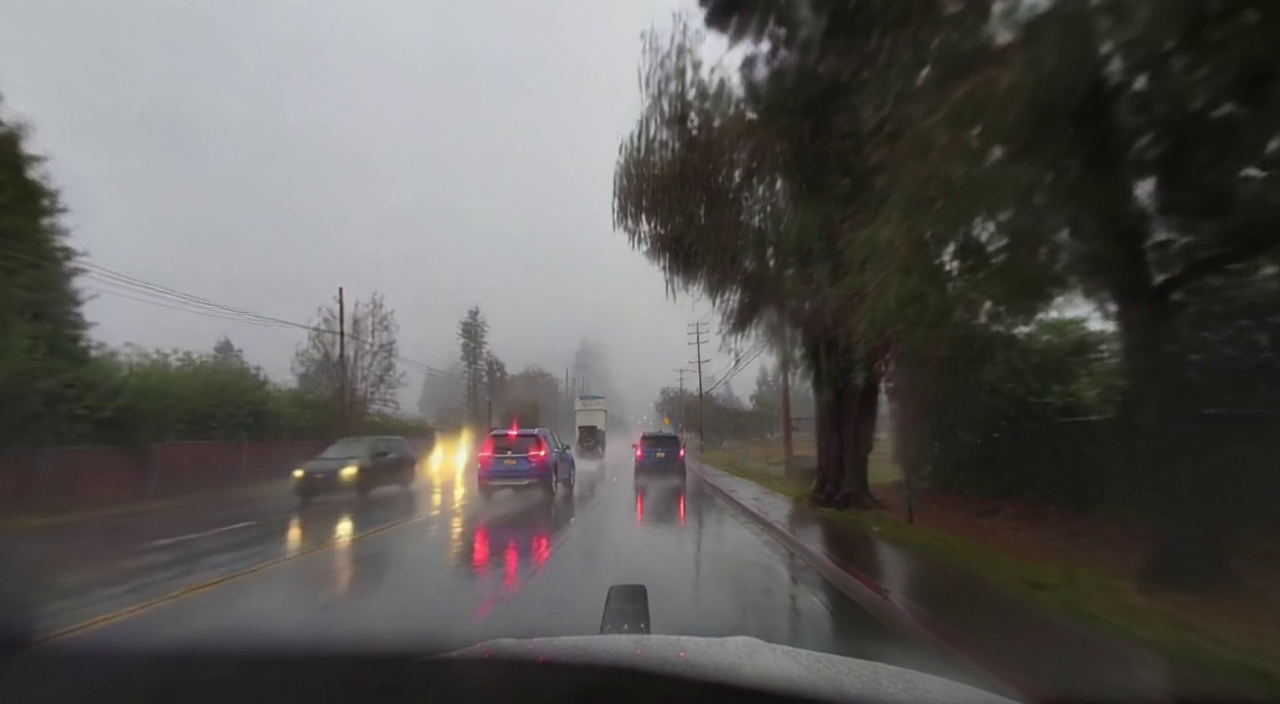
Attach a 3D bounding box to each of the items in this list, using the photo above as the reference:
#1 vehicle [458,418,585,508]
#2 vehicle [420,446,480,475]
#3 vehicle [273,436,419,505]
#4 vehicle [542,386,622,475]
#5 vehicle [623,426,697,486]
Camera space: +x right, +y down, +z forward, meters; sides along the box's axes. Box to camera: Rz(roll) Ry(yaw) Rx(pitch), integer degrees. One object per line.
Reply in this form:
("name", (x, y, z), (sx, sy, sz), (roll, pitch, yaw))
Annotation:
("vehicle", (-2.643, 2.630, 15.308), (2.093, 1.832, 4.508), (0, -8, 2))
("vehicle", (-11.242, 6.423, 37.659), (2.077, 1.638, 4.584), (0, -8, 1))
("vehicle", (-8.358, 3.390, 18.514), (2.020, 1.741, 4.602), (0, -8, 1))
("vehicle", (-2.548, 4.038, 31.627), (2.928, 3.658, 10.953), (0, -8, 0))
("vehicle", (0.627, 3.372, 20.641), (2.174, 1.749, 4.113), (0, -8, 1))
